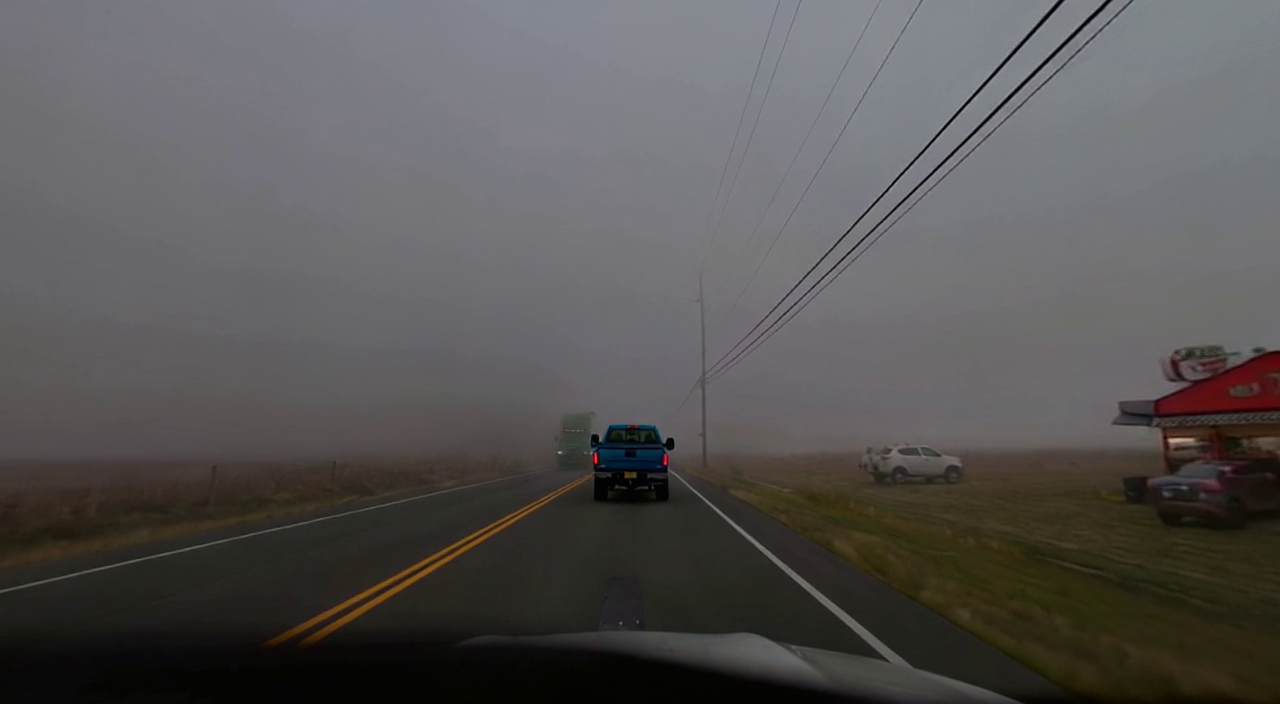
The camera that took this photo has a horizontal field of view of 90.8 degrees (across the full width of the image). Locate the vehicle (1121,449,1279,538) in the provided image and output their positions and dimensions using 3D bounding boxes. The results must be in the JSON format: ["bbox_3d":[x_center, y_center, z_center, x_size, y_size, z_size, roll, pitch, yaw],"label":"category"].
[{"bbox_3d":[11.938,2.688,12.654,4.571,1.451,1.906,5,-10,-29],"label":"vehicle"}]

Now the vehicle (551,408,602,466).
[{"bbox_3d":[-4.626,6.513,47.851,3.063,3.986,7.883,0,-8,0],"label":"vehicle"}]

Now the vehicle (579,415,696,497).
[{"bbox_3d":[-0.059,3.161,19.607,2.921,2.031,7.416,0,-8,0],"label":"vehicle"}]

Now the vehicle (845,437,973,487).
[{"bbox_3d":[10.750,4.310,25.076,5.304,1.754,2.340,7,-11,-38],"label":"vehicle"}]
